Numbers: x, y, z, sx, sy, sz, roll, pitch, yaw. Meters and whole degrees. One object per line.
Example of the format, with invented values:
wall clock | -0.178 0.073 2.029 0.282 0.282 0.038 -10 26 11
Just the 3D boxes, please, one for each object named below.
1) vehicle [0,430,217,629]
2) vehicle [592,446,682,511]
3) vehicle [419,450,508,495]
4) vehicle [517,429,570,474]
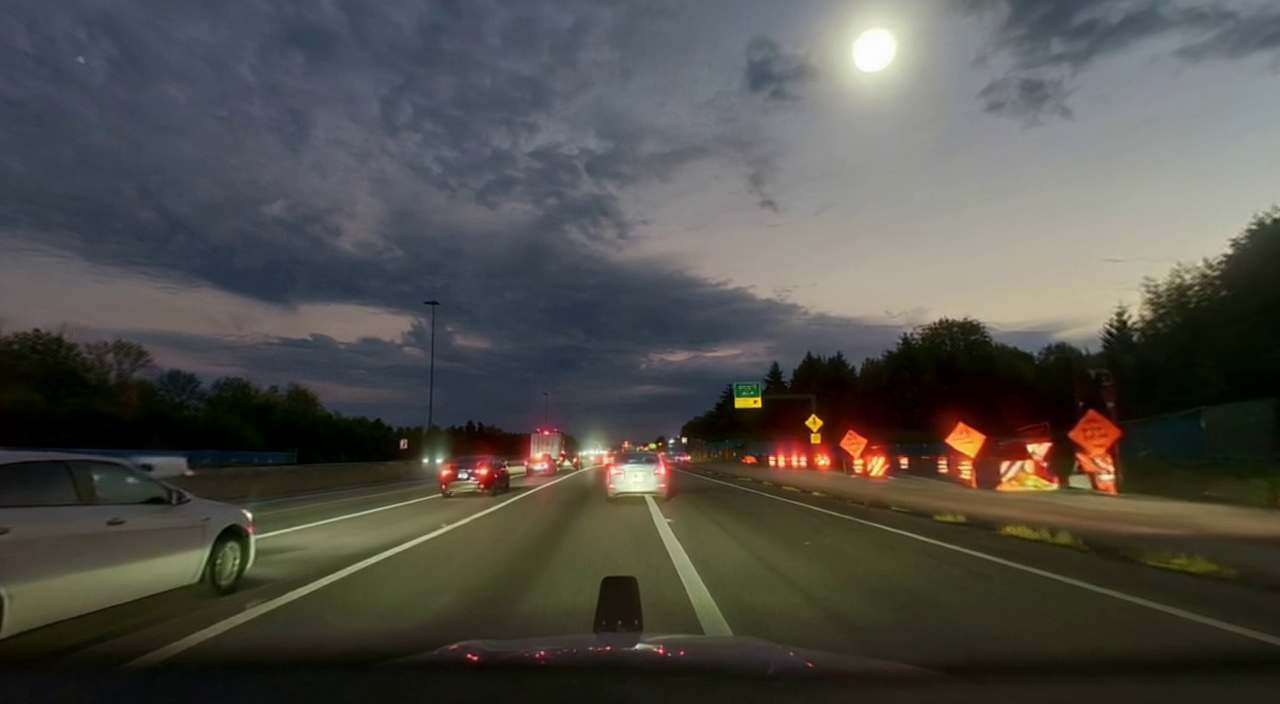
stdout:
vehicle | -5.769 1.363 4.868 1.892 1.481 4.573 0 -9 -2
vehicle | -0.103 3.206 16.363 2.080 1.451 3.512 0 -9 -1
vehicle | -6.172 4.236 22.481 2.063 1.417 4.000 0 -9 -1
vehicle | -6.189 6.516 41.222 2.326 2.645 6.249 -1 -9 2
